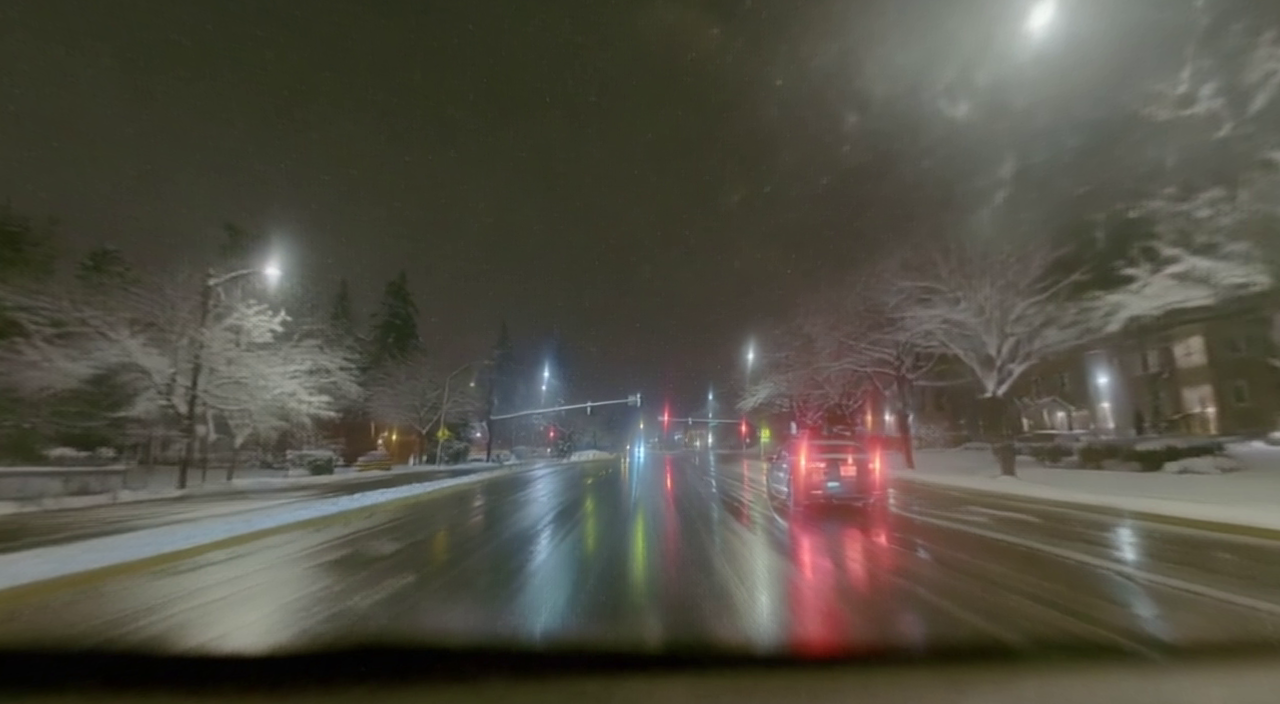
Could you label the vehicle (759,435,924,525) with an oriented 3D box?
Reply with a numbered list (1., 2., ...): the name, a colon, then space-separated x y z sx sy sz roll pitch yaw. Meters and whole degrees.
1. vehicle: 3.695 2.411 12.437 1.852 1.453 4.083 0 -9 0
